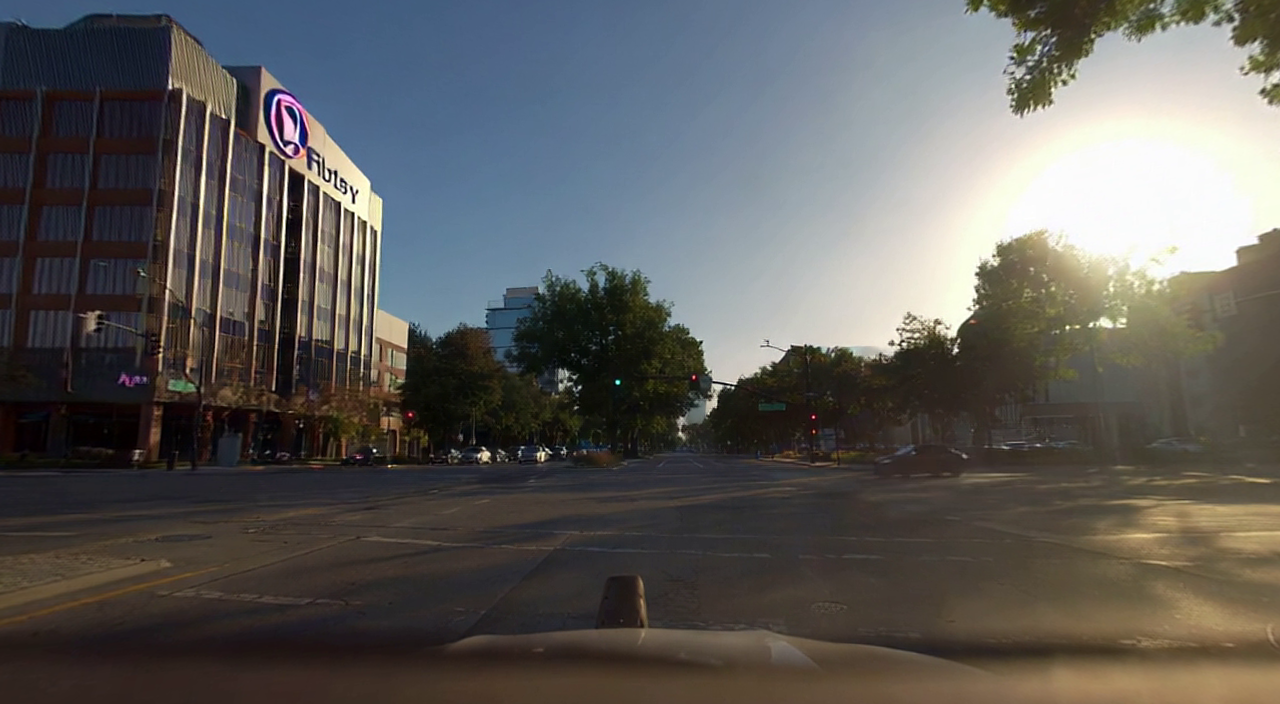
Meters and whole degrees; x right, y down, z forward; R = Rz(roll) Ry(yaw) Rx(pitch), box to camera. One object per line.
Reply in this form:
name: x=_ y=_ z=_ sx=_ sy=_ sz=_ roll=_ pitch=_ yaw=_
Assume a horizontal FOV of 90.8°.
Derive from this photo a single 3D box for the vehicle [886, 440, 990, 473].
vehicle: x=16.297 y=5.710 z=34.719 sx=4.639 sy=1.699 sz=2.030 roll=0 pitch=-9 yaw=-3
